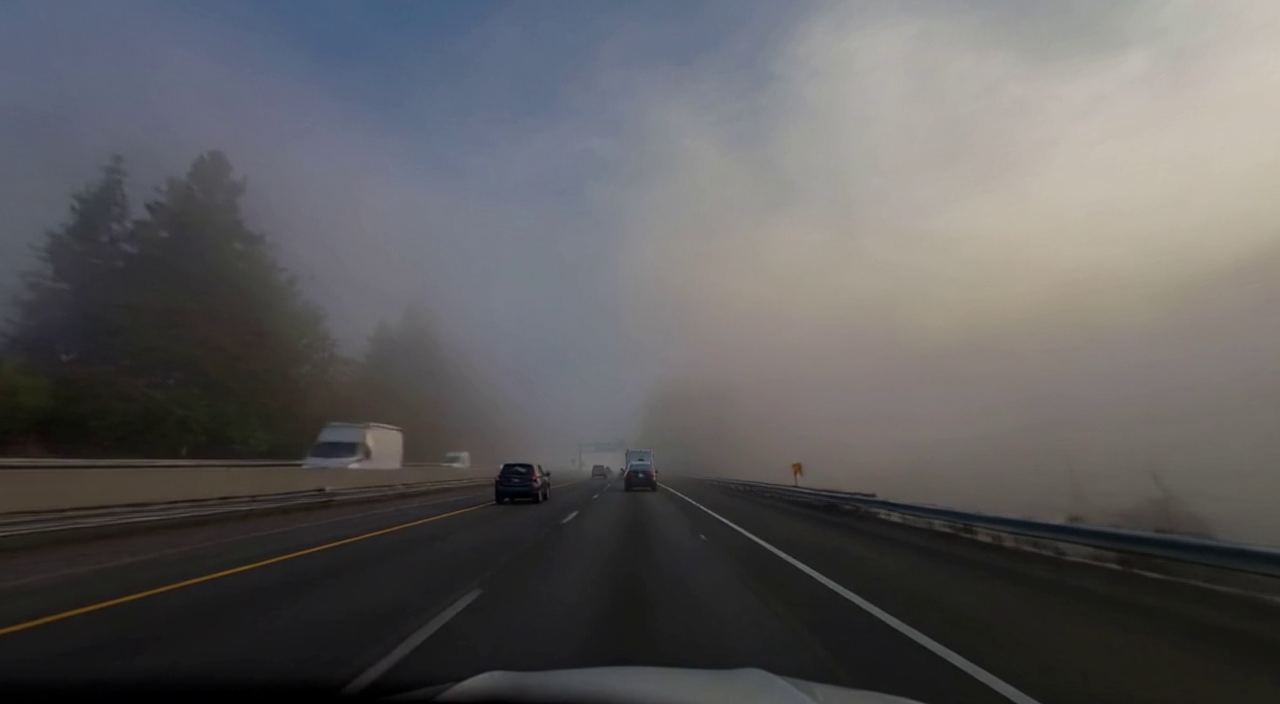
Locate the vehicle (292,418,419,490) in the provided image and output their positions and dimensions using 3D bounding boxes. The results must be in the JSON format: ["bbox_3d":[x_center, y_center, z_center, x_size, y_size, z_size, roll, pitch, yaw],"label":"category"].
[{"bbox_3d":[-12.861,4.810,29.346,2.627,2.899,7.080,1,-11,-1],"label":"vehicle"}]

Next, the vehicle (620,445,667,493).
[{"bbox_3d":[0.106,6.826,36.712,2.482,2.549,5.447,1,-11,-2],"label":"vehicle"}]

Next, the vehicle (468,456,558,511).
[{"bbox_3d":[-4.046,4.280,20.726,2.100,1.605,3.883,1,-11,0],"label":"vehicle"}]
